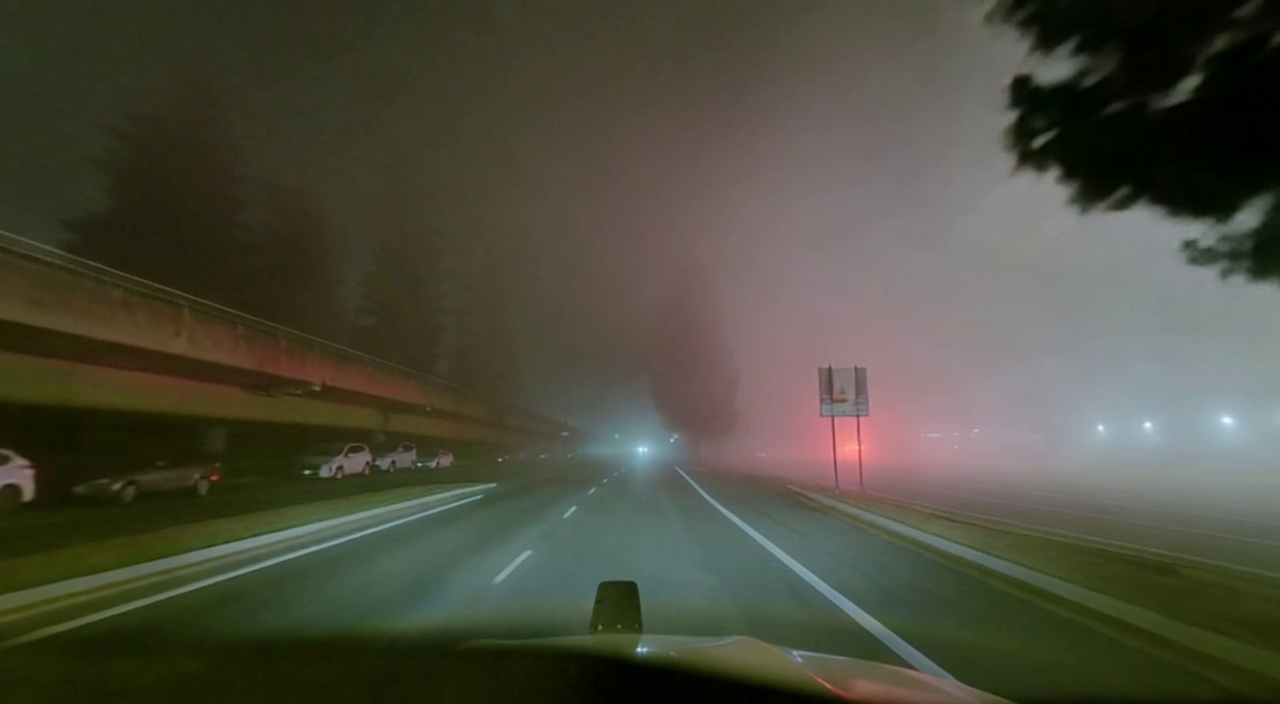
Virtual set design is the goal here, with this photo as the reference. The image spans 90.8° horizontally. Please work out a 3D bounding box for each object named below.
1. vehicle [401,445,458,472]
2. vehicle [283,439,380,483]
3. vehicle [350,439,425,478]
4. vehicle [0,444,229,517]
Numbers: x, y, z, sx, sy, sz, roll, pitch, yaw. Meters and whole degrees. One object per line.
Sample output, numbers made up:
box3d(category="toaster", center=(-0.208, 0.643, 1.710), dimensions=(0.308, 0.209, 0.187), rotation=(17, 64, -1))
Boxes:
box3d(category="vehicle", center=(-13.078, 6.692, 39.533), dimensions=(1.847, 1.498, 4.368), rotation=(1, -10, 2))
box3d(category="vehicle", center=(-13.209, 4.699, 27.418), dimensions=(1.903, 1.703, 4.346), rotation=(1, -9, 1))
box3d(category="vehicle", center=(-13.256, 5.601, 33.469), dimensions=(1.886, 1.801, 4.337), rotation=(2, -8, 3))
box3d(category="vehicle", center=(-13.743, 3.196, 16.483), dimensions=(2.155, 1.477, 5.369), rotation=(2, -8, 3))
